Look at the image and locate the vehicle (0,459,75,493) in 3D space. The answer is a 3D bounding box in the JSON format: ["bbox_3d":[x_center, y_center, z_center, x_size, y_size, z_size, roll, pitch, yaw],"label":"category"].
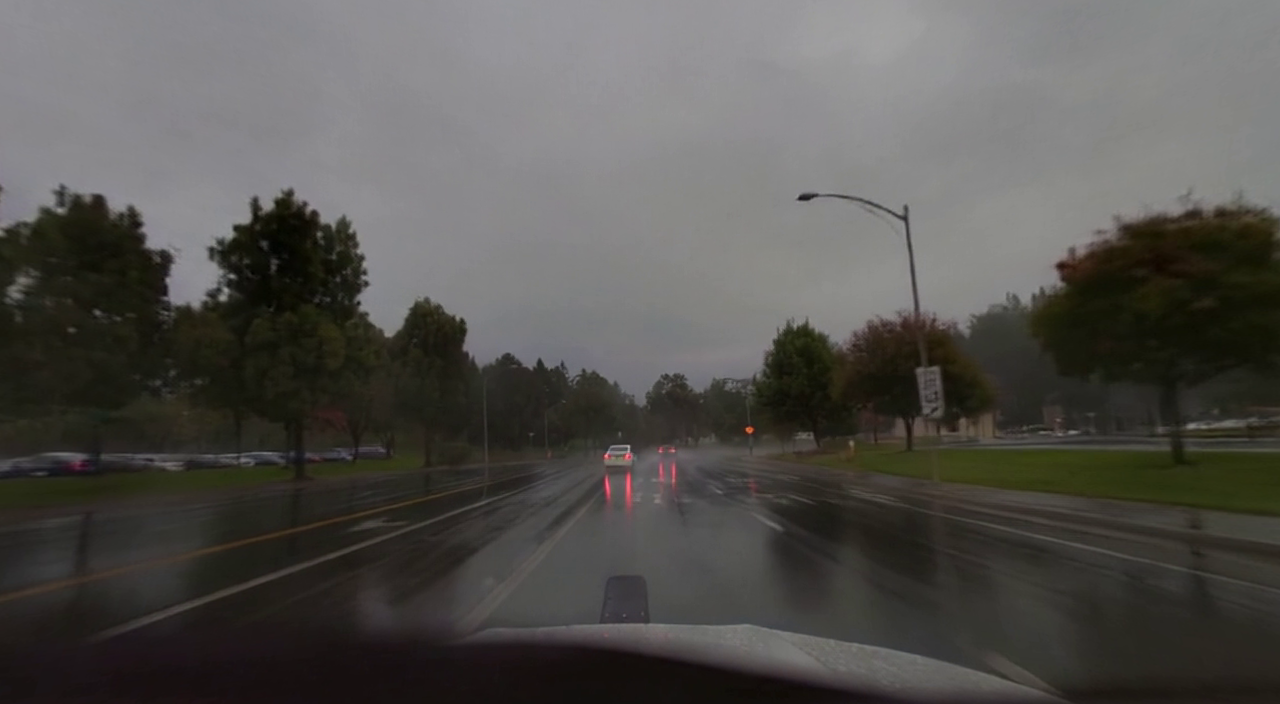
[{"bbox_3d":[-30.080,5.892,30.014,4.333,1.448,2.097,-1,-8,2],"label":"vehicle"}]

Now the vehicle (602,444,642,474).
[{"bbox_3d":[-0.905,5.663,33.683,1.978,1.499,3.915,-1,-8,1],"label":"vehicle"}]

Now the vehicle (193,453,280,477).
[{"bbox_3d":[-30.389,8.513,47.622,4.923,1.697,2.209,0,-8,-4],"label":"vehicle"}]

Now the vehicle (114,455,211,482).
[{"bbox_3d":[-30.328,7.403,40.180,4.455,1.566,2.029,0,-8,-2],"label":"vehicle"}]
